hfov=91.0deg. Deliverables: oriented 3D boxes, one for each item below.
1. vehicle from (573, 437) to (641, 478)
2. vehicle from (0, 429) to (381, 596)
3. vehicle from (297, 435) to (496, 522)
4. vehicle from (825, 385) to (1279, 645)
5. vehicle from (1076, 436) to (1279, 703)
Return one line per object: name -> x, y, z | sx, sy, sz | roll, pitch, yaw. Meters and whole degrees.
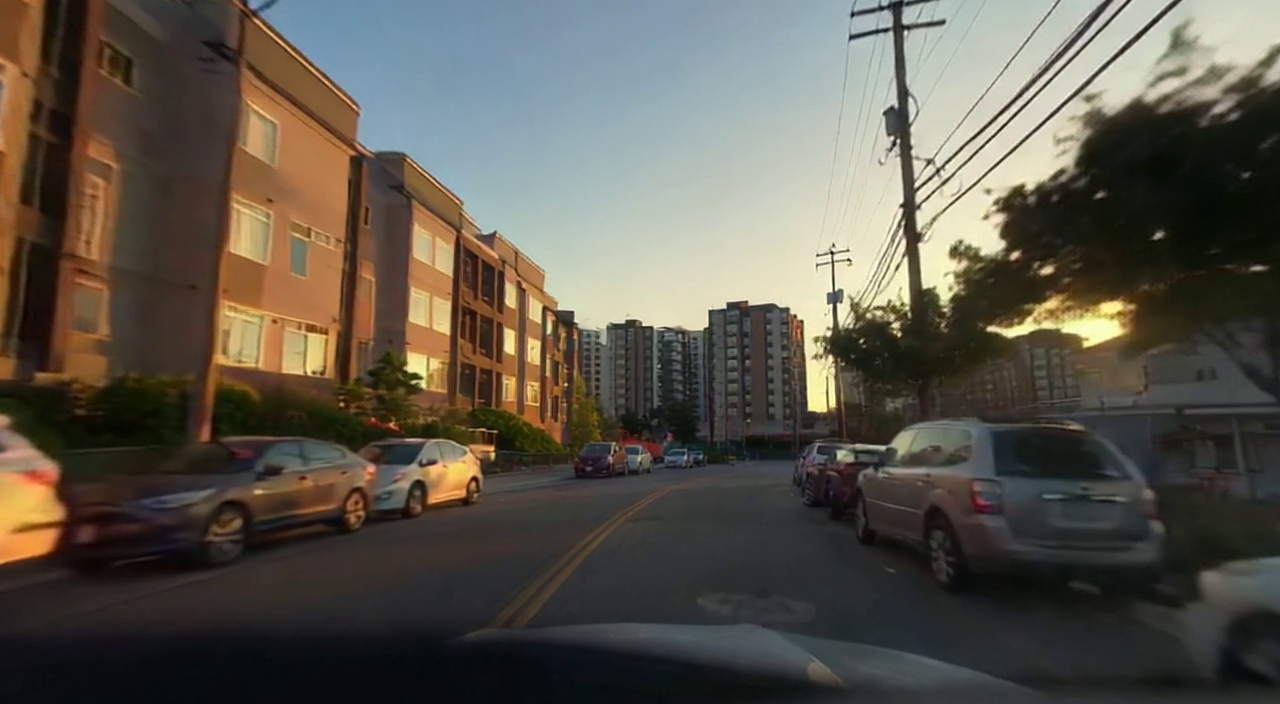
vehicle -> -1.532, 5.238, 31.418 | 1.953, 1.871, 4.712 | -2, -9, 16
vehicle -> -5.676, 1.866, 8.399 | 2.020, 1.519, 4.944 | 0, -9, 4
vehicle -> -5.103, 2.711, 14.121 | 1.966, 1.568, 4.705 | -1, -9, 10
vehicle -> 4.101, 1.695, 7.800 | 2.184, 2.035, 5.422 | 0, -9, 3
vehicle -> 4.004, 1.021, 1.857 | 1.976, 1.560, 5.158 | 0, -9, 3
